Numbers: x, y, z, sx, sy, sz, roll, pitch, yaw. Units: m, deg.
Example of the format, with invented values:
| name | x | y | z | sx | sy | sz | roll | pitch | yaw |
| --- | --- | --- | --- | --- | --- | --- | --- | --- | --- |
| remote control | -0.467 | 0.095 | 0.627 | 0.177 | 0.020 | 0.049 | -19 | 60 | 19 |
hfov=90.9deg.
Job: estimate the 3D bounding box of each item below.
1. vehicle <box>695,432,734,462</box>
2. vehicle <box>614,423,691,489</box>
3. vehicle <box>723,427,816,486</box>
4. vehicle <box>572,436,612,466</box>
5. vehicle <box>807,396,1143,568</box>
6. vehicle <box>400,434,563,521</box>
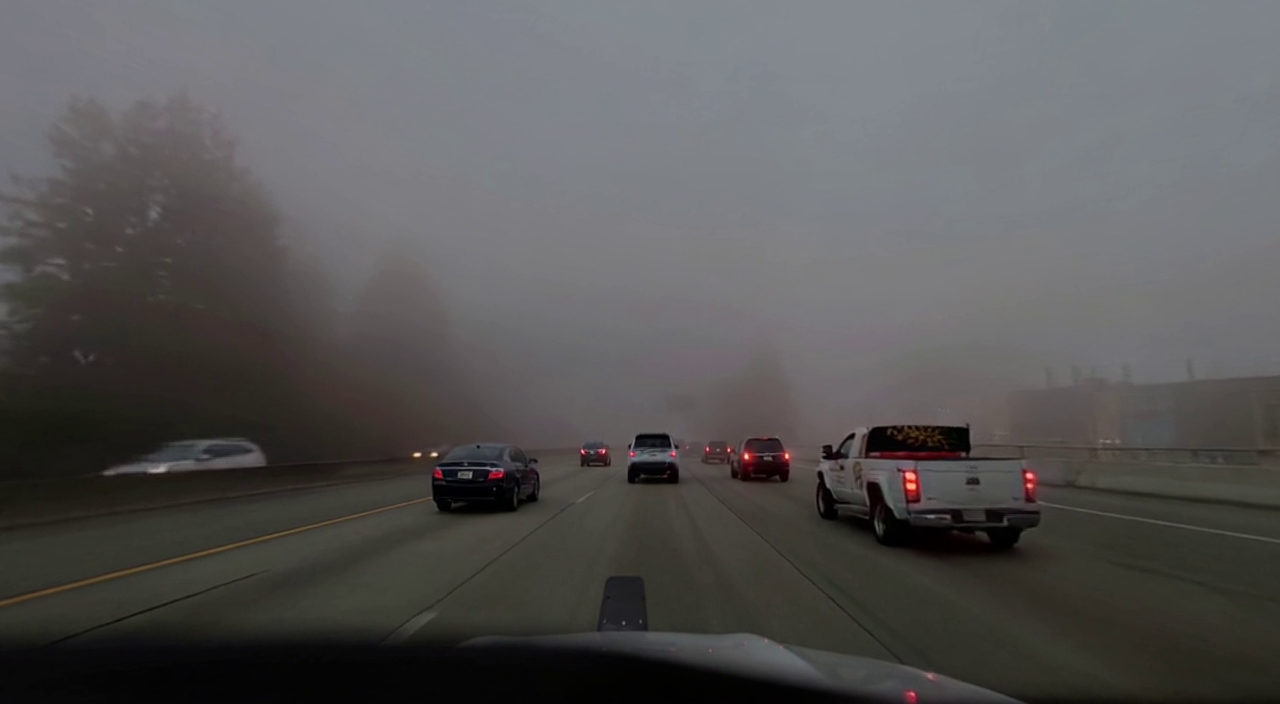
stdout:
| name | x | y | z | sx | sy | sz | roll | pitch | yaw |
| --- | --- | --- | --- | --- | --- | --- | --- | --- | --- |
| vehicle | 4.695 | 6.076 | 40.446 | 2.039 | 1.832 | 3.989 | -1 | -8 | 1 |
| vehicle | 0.376 | 3.256 | 20.052 | 2.153 | 1.805 | 4.631 | -1 | -8 | 1 |
| vehicle | 4.037 | 3.348 | 20.420 | 2.094 | 1.676 | 4.309 | -1 | -8 | 0 |
| vehicle | -2.872 | 5.982 | 38.336 | 1.951 | 1.694 | 4.188 | -1 | -8 | 2 |
| vehicle | 3.952 | 1.629 | 8.623 | 2.156 | 1.701 | 4.494 | -1 | -8 | 1 |
| vehicle | -3.013 | 2.503 | 13.260 | 1.965 | 1.443 | 4.968 | -1 | -8 | 2 |
